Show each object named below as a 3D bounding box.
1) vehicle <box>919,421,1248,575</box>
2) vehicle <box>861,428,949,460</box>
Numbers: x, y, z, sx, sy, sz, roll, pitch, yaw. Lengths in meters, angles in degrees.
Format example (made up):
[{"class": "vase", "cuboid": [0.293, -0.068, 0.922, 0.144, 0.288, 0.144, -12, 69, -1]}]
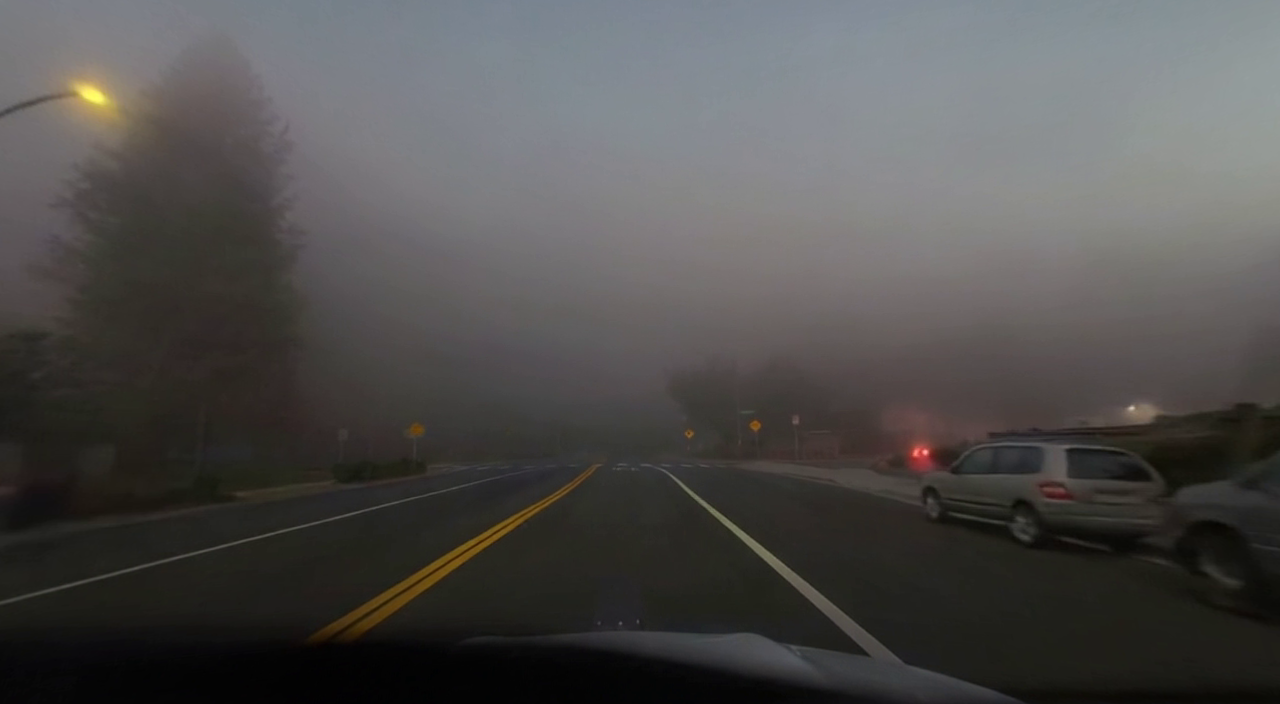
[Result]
[{"class": "vehicle", "cuboid": [6.497, 2.135, 10.067, 2.108, 1.897, 4.180, 0, -8, -1]}, {"class": "vehicle", "cuboid": [17.906, 6.279, 42.942, 4.937, 2.091, 2.263, 0, -8, 1]}]
